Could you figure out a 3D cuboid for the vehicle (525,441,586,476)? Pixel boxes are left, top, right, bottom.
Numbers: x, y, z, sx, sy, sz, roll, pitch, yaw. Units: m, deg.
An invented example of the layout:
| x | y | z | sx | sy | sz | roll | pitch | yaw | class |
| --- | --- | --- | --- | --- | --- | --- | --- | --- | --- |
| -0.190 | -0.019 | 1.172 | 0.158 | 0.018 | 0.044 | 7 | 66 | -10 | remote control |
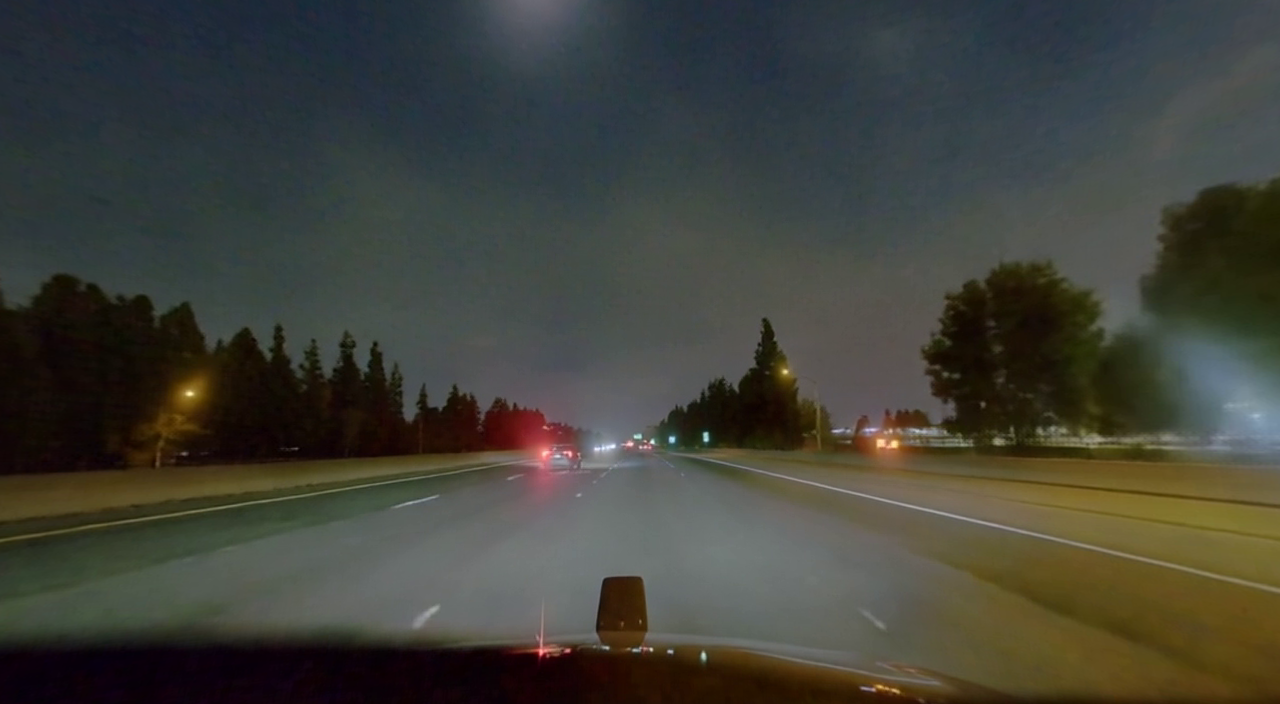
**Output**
| x | y | z | sx | sy | sz | roll | pitch | yaw | class |
| --- | --- | --- | --- | --- | --- | --- | --- | --- | --- |
| -3.720 | 4.773 | 28.520 | 2.128 | 1.450 | 4.078 | -1 | -8 | 1 | vehicle |
